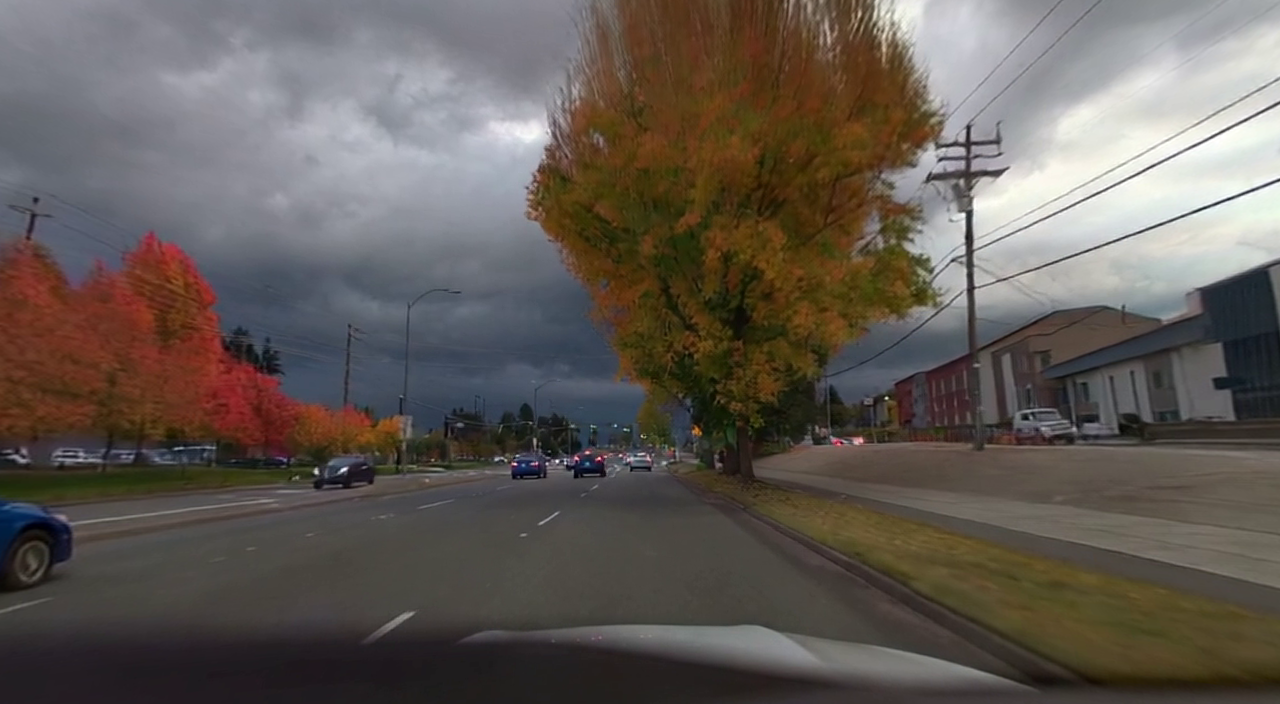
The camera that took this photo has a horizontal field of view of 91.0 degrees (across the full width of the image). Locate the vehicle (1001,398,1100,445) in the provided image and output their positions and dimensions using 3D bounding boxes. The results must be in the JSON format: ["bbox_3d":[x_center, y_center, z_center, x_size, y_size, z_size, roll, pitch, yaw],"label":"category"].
[{"bbox_3d":[24.731,4.329,38.290,2.347,2.576,5.846,0,-9,5],"label":"vehicle"}]

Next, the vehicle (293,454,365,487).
[{"bbox_3d":[-21.155,8.071,43.098,2.077,2.020,4.964,0,-9,4],"label":"vehicle"}]

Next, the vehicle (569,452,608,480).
[{"bbox_3d":[-3.352,7.521,41.910,2.085,1.663,4.513,0,-9,2],"label":"vehicle"}]

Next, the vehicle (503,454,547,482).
[{"bbox_3d":[-7.247,7.345,40.155,1.932,1.596,4.247,0,-9,1],"label":"vehicle"}]
